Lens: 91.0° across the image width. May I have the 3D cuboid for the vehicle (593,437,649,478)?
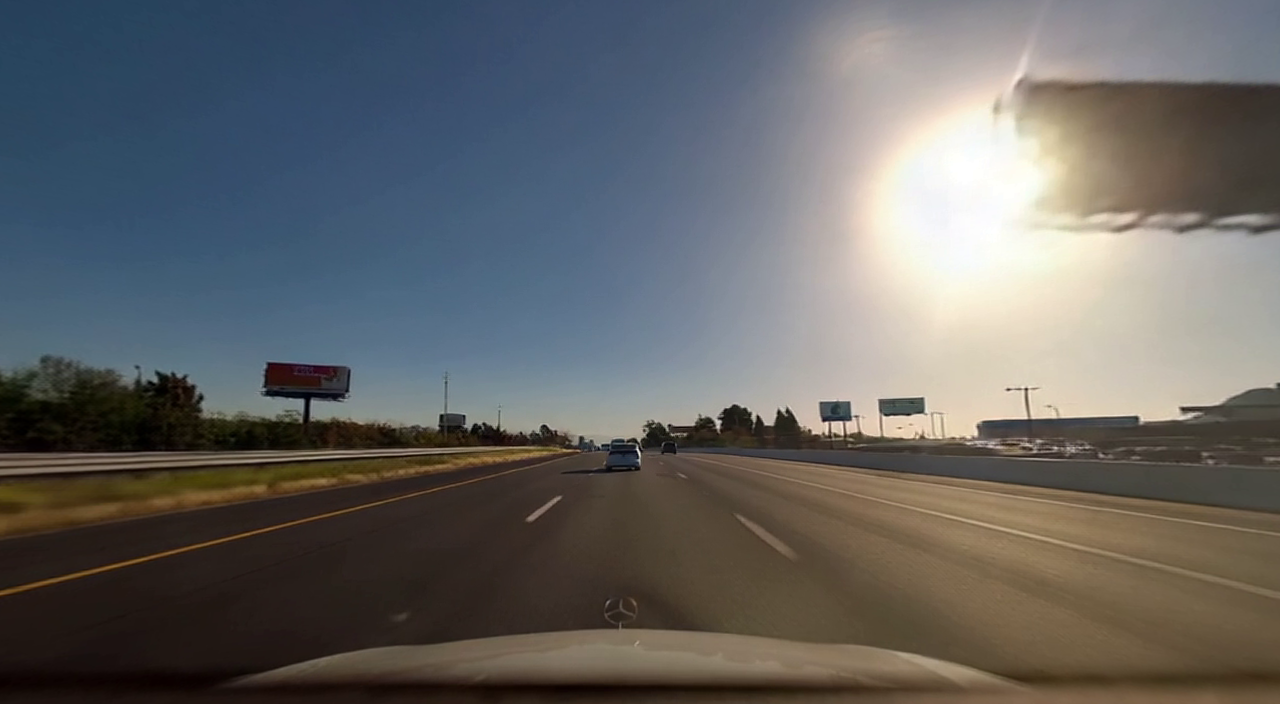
[{"bbox_3d":[-0.741,4.365,26.325,2.147,1.576,3.964,0,-8,0],"label":"vehicle"}]
